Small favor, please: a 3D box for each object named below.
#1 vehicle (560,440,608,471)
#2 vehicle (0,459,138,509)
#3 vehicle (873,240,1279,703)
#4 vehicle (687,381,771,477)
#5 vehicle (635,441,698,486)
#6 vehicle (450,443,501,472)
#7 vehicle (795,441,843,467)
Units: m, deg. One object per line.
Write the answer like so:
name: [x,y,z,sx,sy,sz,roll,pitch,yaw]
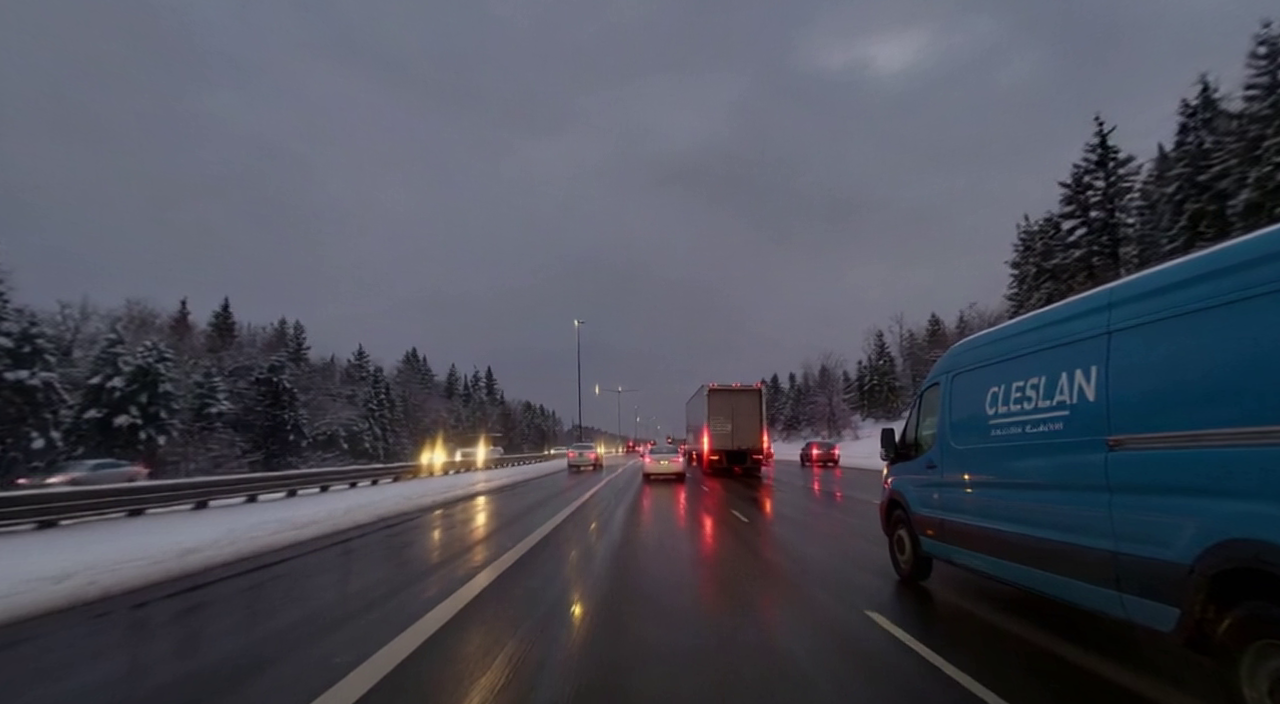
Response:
vehicle: [-3.089,5.830,35.675,2.182,1.601,4.364,-1,-9,1]
vehicle: [-23.157,5.249,25.452,1.949,1.724,4.574,0,-9,0]
vehicle: [3.569,0.773,3.402,2.441,2.017,5.739,0,-9,0]
vehicle: [4.299,4.251,33.514,2.821,4.077,12.562,0,-9,1]
vehicle: [0.873,4.002,22.941,2.063,1.469,4.208,0,-9,0]
vehicle: [-11.848,7.633,45.880,2.166,1.890,5.403,0,-9,1]
vehicle: [11.143,6.340,39.474,1.870,1.525,3.680,0,-9,0]
